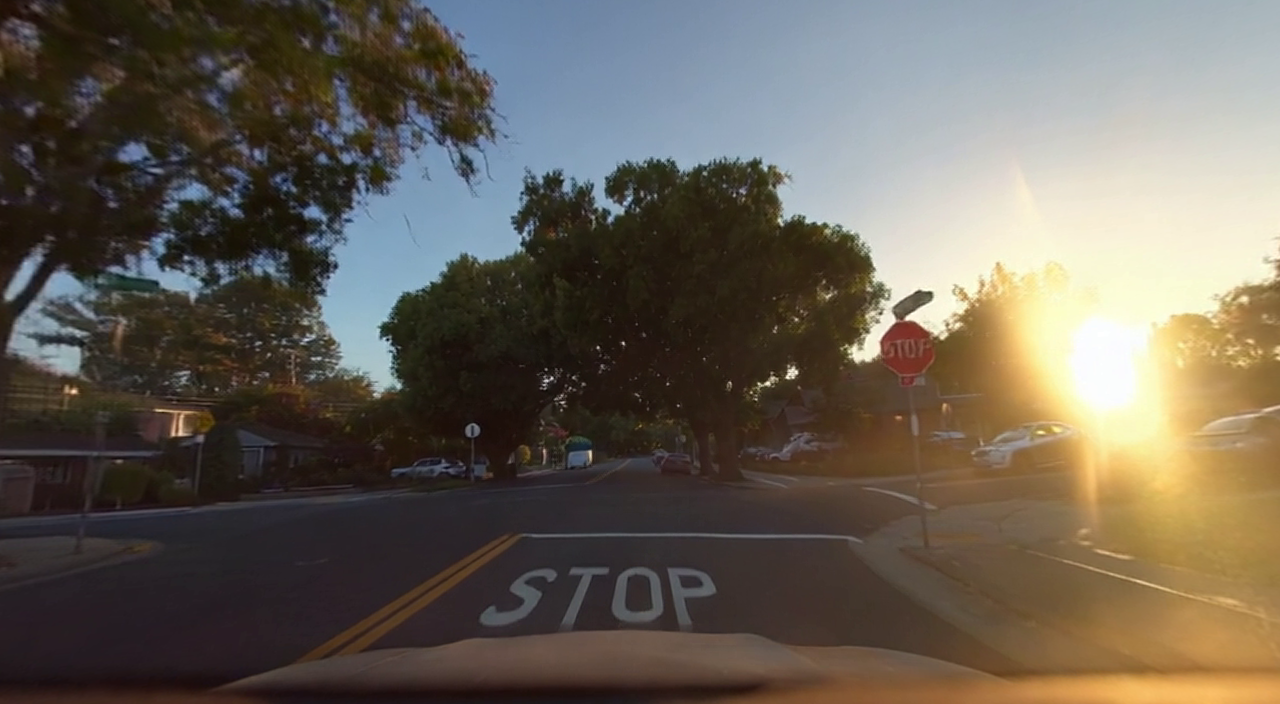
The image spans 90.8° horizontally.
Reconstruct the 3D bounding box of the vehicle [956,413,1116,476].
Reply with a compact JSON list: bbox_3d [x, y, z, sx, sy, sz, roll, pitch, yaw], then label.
[{"bbox_3d":[15.065,3.547,24.129,4.788,1.875,2.148,1,-20,-15],"label":"vehicle"}]

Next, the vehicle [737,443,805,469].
[{"bbox_3d":[9.450,7.526,45.601,4.399,1.537,1.859,4,-20,-21],"label":"vehicle"}]

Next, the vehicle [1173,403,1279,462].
[{"bbox_3d":[17.499,2.254,17.559,4.682,1.483,1.917,3,-9,-21],"label":"vehicle"}]

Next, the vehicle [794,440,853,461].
[{"bbox_3d":[13.834,7.414,47.658,4.032,1.444,1.747,3,-9,-22],"label":"vehicle"}]

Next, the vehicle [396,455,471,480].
[{"bbox_3d":[-12.339,6.917,37.914,3.937,1.390,1.644,0,-8,0],"label":"vehicle"}]

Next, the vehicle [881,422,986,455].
[{"bbox_3d":[14.950,4.474,32.435,1.960,1.584,4.669,3,-9,-23],"label":"vehicle"}]
